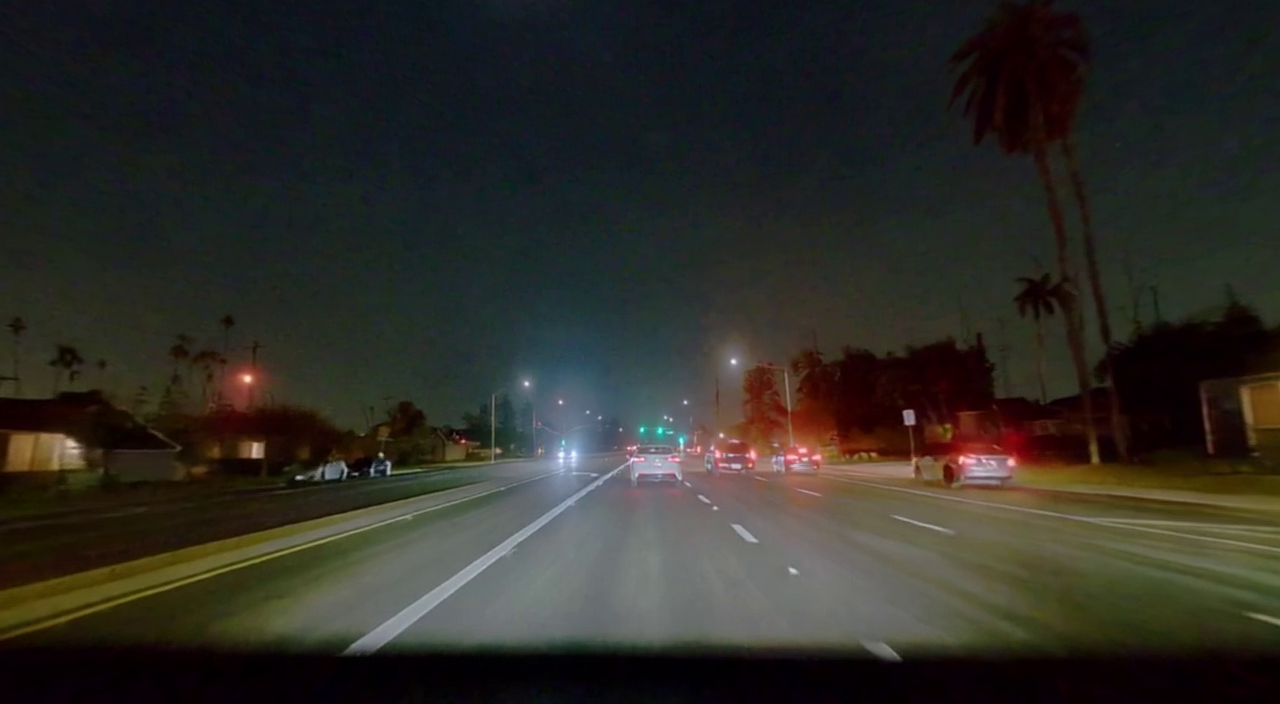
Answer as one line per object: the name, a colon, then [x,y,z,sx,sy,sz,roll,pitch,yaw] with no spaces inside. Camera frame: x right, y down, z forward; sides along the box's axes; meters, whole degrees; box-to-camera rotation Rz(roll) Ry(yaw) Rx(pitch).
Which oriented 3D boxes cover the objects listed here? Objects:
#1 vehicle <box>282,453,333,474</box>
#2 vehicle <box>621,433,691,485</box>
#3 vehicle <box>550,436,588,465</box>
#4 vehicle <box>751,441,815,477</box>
vehicle: [-25.570,8.526,48.327,4.694,1.484,1.893,-8,-11,42]
vehicle: [0.484,3.794,22.628,2.289,1.679,4.180,0,-8,-1]
vehicle: [-5.047,7.120,45.606,2.193,1.967,4.600,0,-8,1]
vehicle: [6.442,4.860,28.925,1.897,1.477,4.360,0,-8,-1]
